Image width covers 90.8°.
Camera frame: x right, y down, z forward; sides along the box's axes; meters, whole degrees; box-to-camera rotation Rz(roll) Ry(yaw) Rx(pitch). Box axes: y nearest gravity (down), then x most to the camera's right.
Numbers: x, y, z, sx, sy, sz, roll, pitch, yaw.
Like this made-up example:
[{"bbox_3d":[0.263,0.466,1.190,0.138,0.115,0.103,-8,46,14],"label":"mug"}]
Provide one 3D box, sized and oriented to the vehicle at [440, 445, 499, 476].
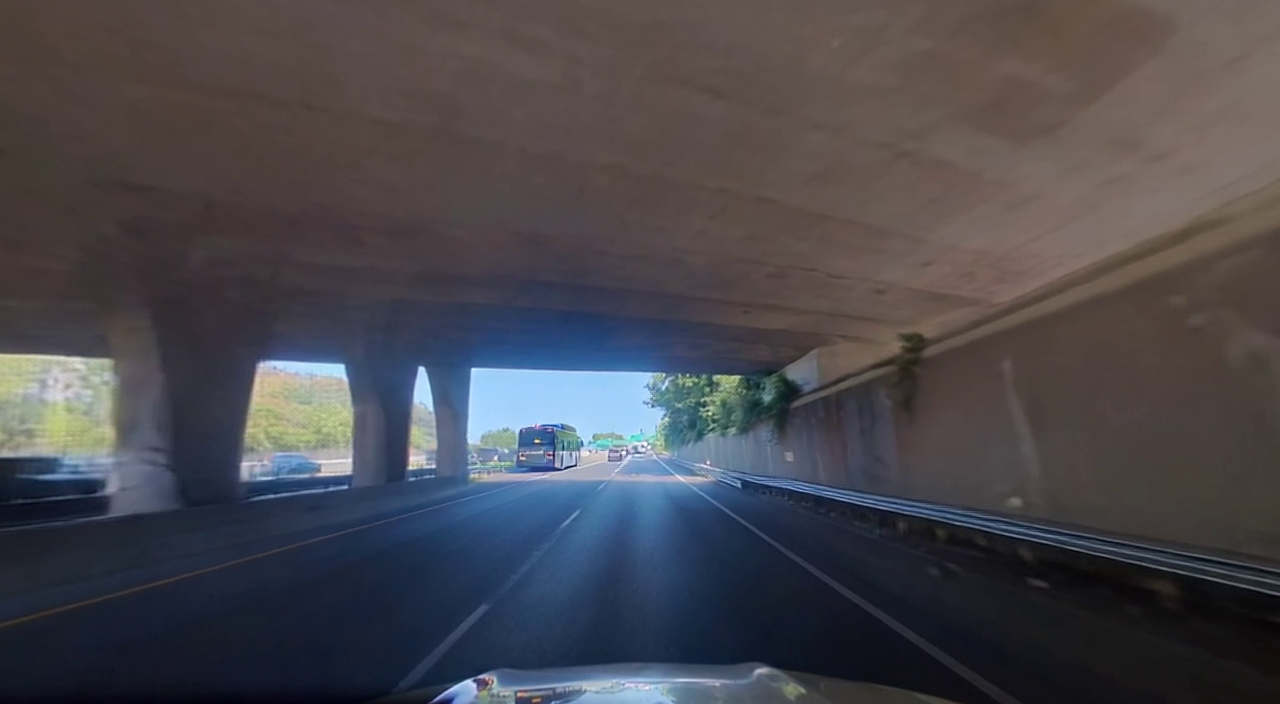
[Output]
[{"bbox_3d":[-9.380,5.984,35.102,1.979,1.600,4.516,0,-8,1],"label":"vehicle"}]
